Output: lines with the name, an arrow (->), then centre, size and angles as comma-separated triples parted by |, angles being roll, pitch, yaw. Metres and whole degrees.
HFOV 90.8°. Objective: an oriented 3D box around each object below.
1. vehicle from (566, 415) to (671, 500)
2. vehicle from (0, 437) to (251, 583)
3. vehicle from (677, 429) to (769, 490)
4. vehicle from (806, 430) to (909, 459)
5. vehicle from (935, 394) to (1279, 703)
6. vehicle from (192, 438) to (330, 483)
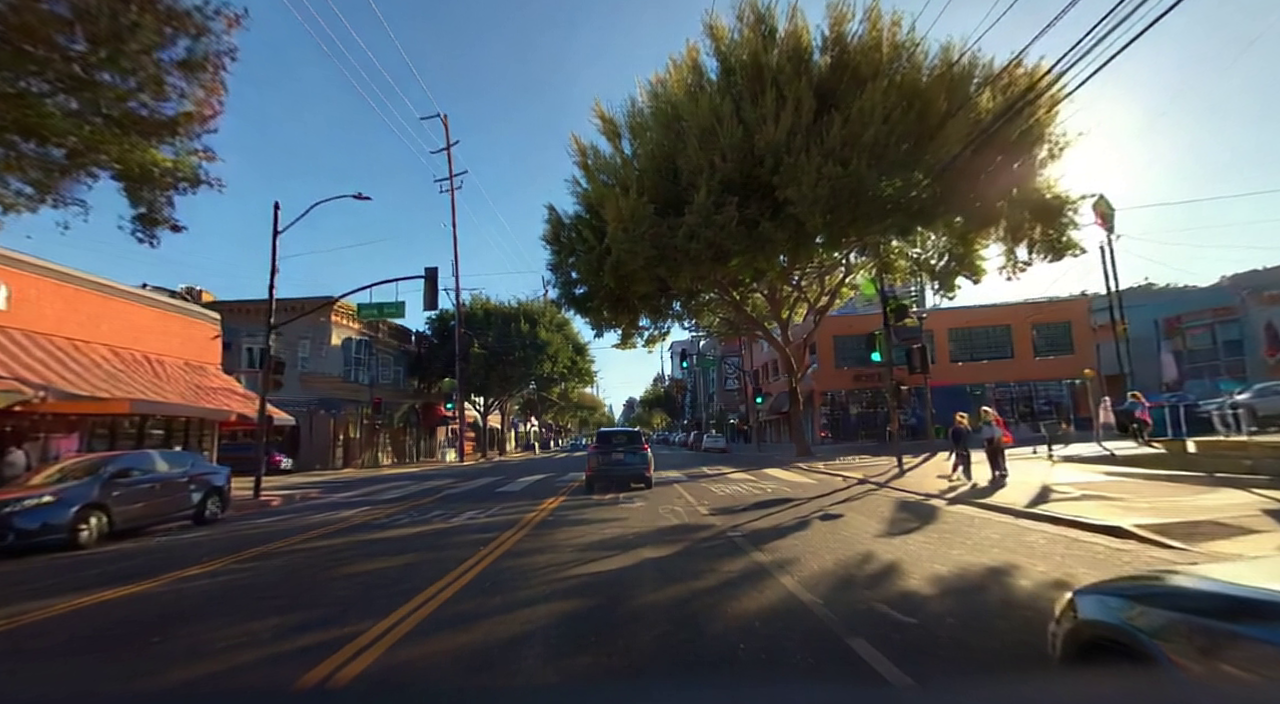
vehicle -> -0.525, 2.698, 16.461 | 2.301, 1.854, 4.919 | 0, -8, -1
vehicle -> -9.775, 2.515, 11.053 | 2.048, 1.985, 6.011 | 0, -8, 0
vehicle -> 2.289, 3.114, 18.573 | 1.998, 1.580, 4.015 | 0, -8, -2
vehicle -> 11.365, 4.866, 33.272 | 4.713, 1.493, 1.875 | 0, -8, -2
vehicle -> 2.828, 0.808, 1.459 | 2.146, 1.457, 4.439 | 0, -8, 0
vehicle -> -17.638, 5.052, 29.602 | 5.037, 2.002, 2.173 | 0, -8, 0
